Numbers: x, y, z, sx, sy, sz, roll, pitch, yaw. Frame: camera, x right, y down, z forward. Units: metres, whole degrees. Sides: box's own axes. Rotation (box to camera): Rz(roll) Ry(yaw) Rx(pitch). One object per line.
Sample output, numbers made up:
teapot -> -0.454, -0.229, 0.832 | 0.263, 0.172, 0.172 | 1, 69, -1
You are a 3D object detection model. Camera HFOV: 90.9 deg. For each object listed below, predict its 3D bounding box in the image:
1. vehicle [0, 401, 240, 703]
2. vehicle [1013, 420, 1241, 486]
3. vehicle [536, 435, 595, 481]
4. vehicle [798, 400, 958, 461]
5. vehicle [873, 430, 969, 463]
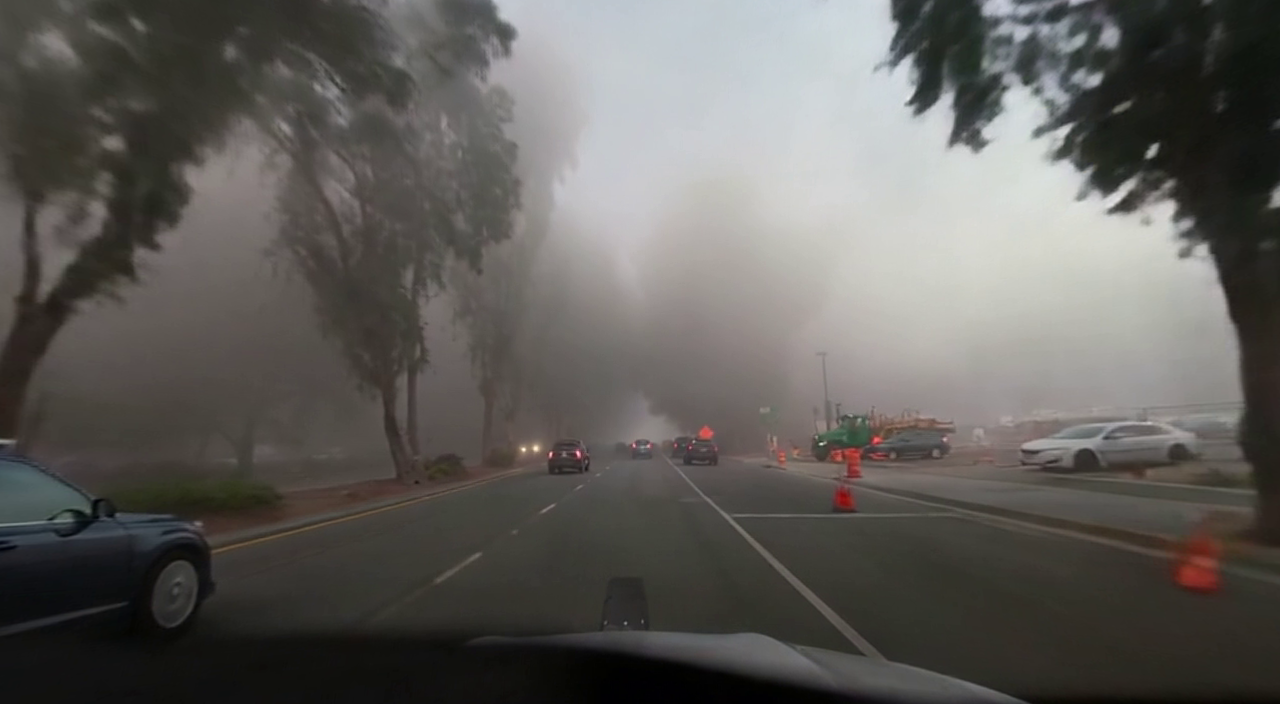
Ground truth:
vehicle -> -4.020, 0.988, 2.884 | 1.856, 1.540, 3.733 | 0, -8, 1
vehicle -> 13.809, 2.900, 18.351 | 4.804, 1.695, 2.055 | -4, -9, 26
vehicle -> -2.929, 4.253, 25.637 | 2.038, 1.682, 4.399 | 0, -8, -2
vehicle -> 15.007, 5.056, 40.268 | 8.949, 3.673, 3.044 | 0, -8, -2
vehicle -> 15.767, 5.328, 35.581 | 1.874, 1.694, 4.535 | 7, -11, -38
